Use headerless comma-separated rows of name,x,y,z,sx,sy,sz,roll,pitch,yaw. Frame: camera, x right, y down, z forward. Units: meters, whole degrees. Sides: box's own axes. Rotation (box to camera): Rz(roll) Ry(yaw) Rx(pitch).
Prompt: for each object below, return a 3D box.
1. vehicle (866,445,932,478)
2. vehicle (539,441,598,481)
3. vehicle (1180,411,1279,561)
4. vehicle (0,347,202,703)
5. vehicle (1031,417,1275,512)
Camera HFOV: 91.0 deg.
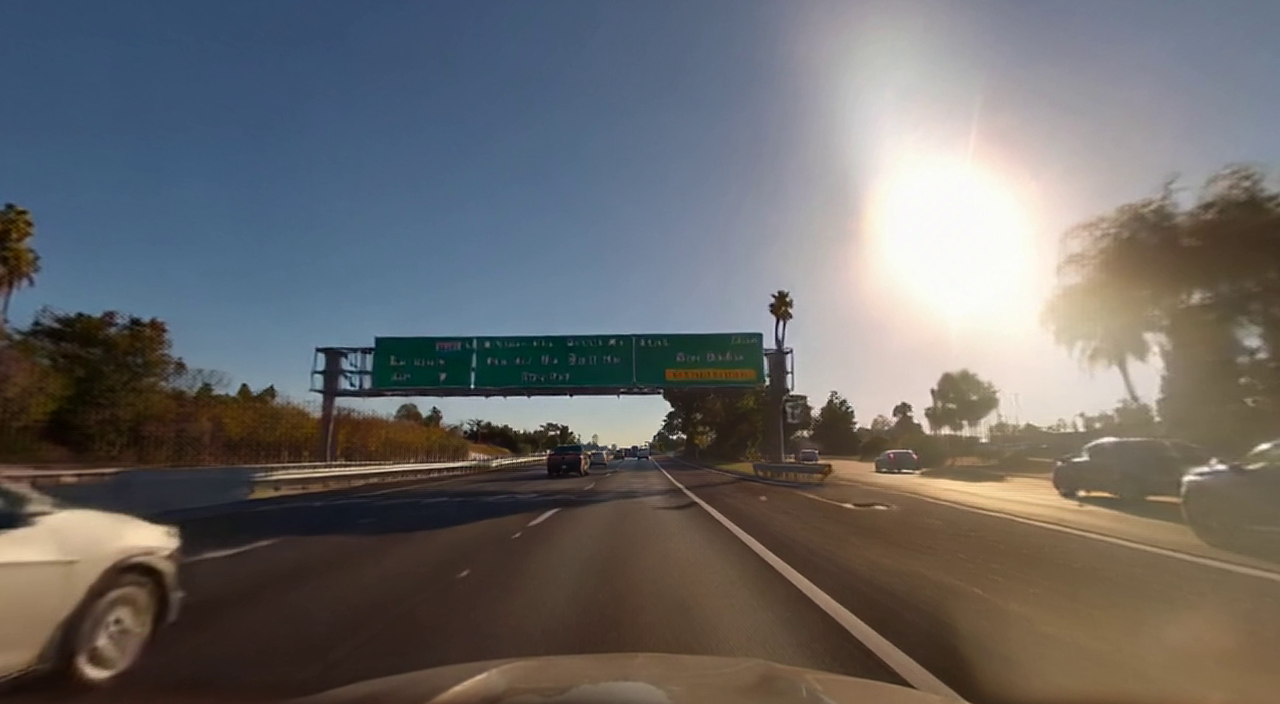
vehicle,14.886,6.320,36.537,1.991,1.755,4.836,-1,-9,4
vehicle,-3.701,5.779,33.776,2.420,1.937,5.916,0,-9,0
vehicle,8.777,1.419,6.333,2.303,1.791,5.247,-1,-9,5
vehicle,-3.946,0.678,1.601,2.162,1.747,4.791,0,-9,0
vehicle,13.312,2.970,17.023,2.330,2.132,5.338,-1,-9,5
